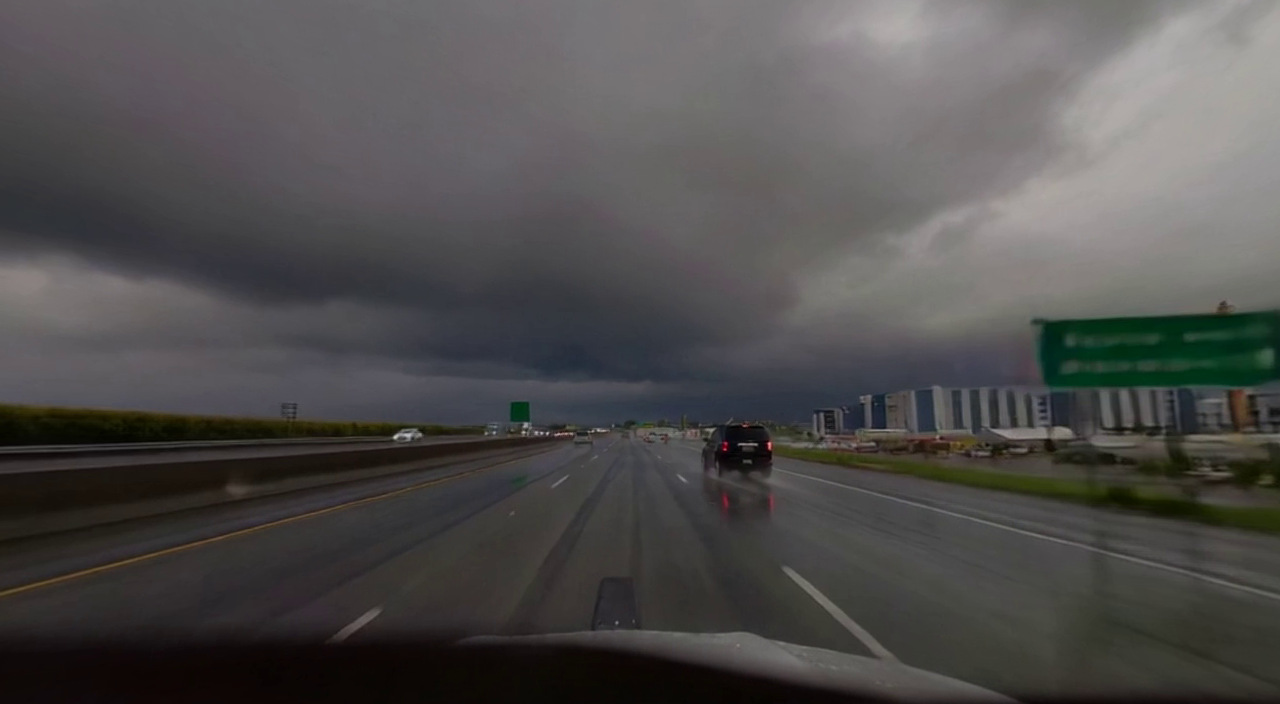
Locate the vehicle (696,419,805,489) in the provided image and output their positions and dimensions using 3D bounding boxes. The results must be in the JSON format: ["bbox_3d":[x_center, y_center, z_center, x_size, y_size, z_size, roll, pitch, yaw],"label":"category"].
[{"bbox_3d":[2.807,2.706,17.037,2.022,1.637,4.229,0,-8,-2],"label":"vehicle"}]
